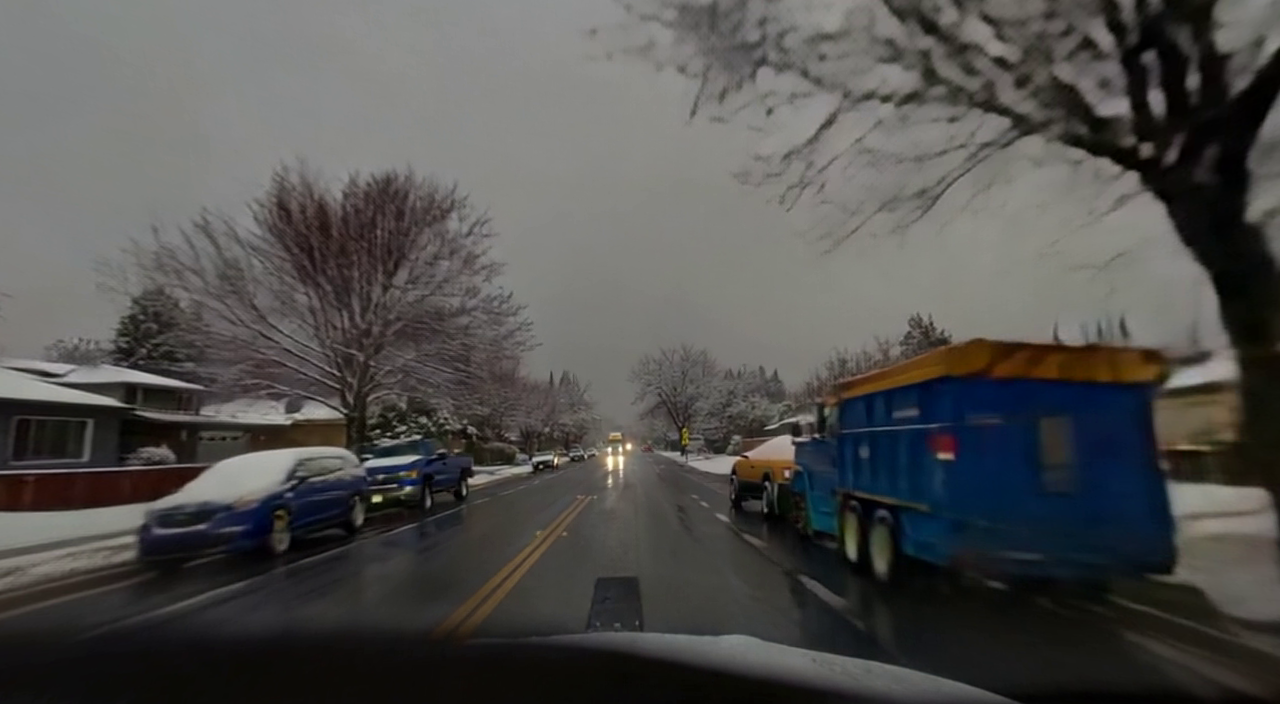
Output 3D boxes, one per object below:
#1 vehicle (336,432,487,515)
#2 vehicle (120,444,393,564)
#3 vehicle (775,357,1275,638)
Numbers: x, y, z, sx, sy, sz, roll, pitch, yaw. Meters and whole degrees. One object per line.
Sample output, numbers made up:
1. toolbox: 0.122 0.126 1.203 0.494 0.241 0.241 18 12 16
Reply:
1. vehicle: -6.532 3.540 19.025 2.302 2.059 5.758 -1 -9 1
2. vehicle: -6.860 2.714 12.260 2.005 1.785 5.179 -1 -9 0
3. vehicle: 3.443 1.492 7.565 2.332 2.044 5.695 0 -9 0
